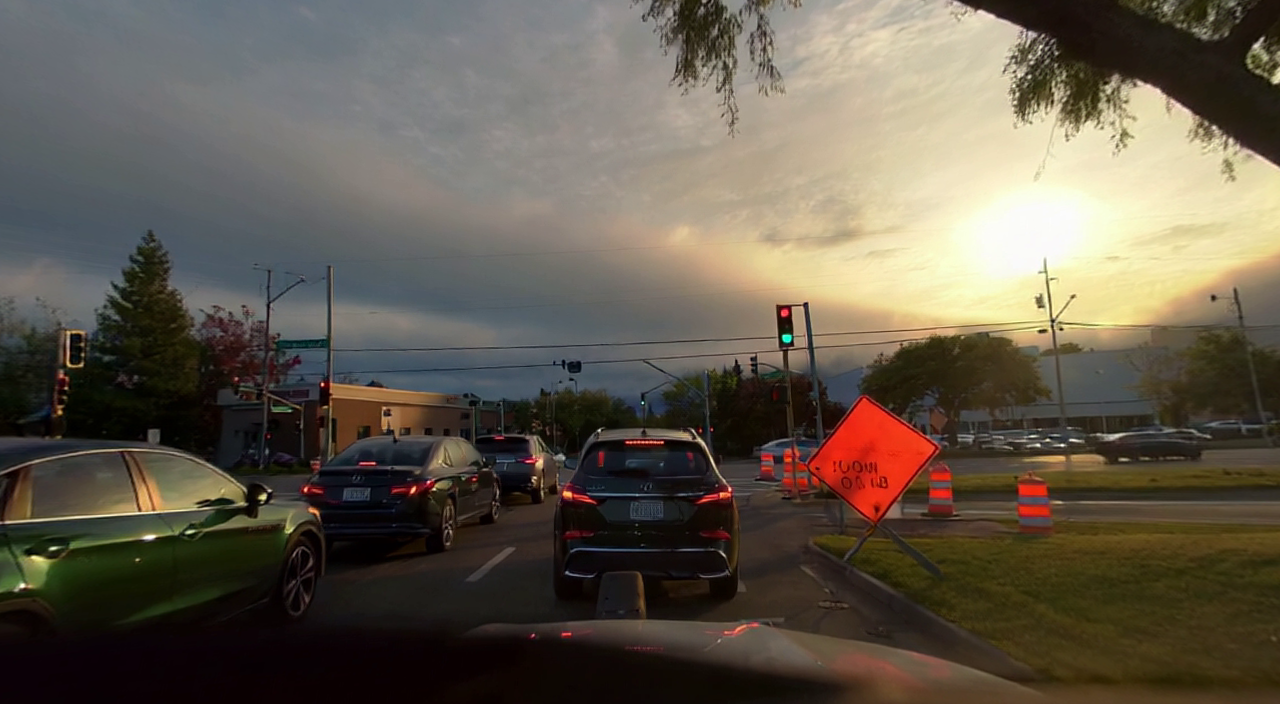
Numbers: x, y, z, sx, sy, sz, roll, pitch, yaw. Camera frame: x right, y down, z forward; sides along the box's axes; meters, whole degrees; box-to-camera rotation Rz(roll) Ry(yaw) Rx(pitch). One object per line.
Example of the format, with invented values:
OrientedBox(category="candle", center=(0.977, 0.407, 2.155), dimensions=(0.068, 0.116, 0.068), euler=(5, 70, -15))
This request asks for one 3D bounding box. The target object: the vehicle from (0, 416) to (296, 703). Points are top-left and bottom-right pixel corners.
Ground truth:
OrientedBox(category="vehicle", center=(-3.587, 0.947, 2.151), dimensions=(2.064, 1.497, 4.722), euler=(0, -9, 1))

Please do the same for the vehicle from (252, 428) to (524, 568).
OrientedBox(category="vehicle", center=(-3.273, 1.993, 9.450), dimensions=(1.989, 1.541, 4.626), euler=(0, -9, 2))

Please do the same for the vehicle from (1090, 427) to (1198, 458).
OrientedBox(category="vehicle", center=(32.568, 5.884, 40.812), dimensions=(5.082, 1.907, 2.115), euler=(0, -9, 1))

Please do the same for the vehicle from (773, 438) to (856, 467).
OrientedBox(category="vehicle", center=(11.230, 6.505, 40.761), dimensions=(4.827, 1.729, 1.986), euler=(0, -9, 2))

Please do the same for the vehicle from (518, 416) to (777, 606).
OrientedBox(category="vehicle", center=(0.106, 1.619, 7.210), dimensions=(2.167, 1.560, 3.676), euler=(0, -9, 1))
